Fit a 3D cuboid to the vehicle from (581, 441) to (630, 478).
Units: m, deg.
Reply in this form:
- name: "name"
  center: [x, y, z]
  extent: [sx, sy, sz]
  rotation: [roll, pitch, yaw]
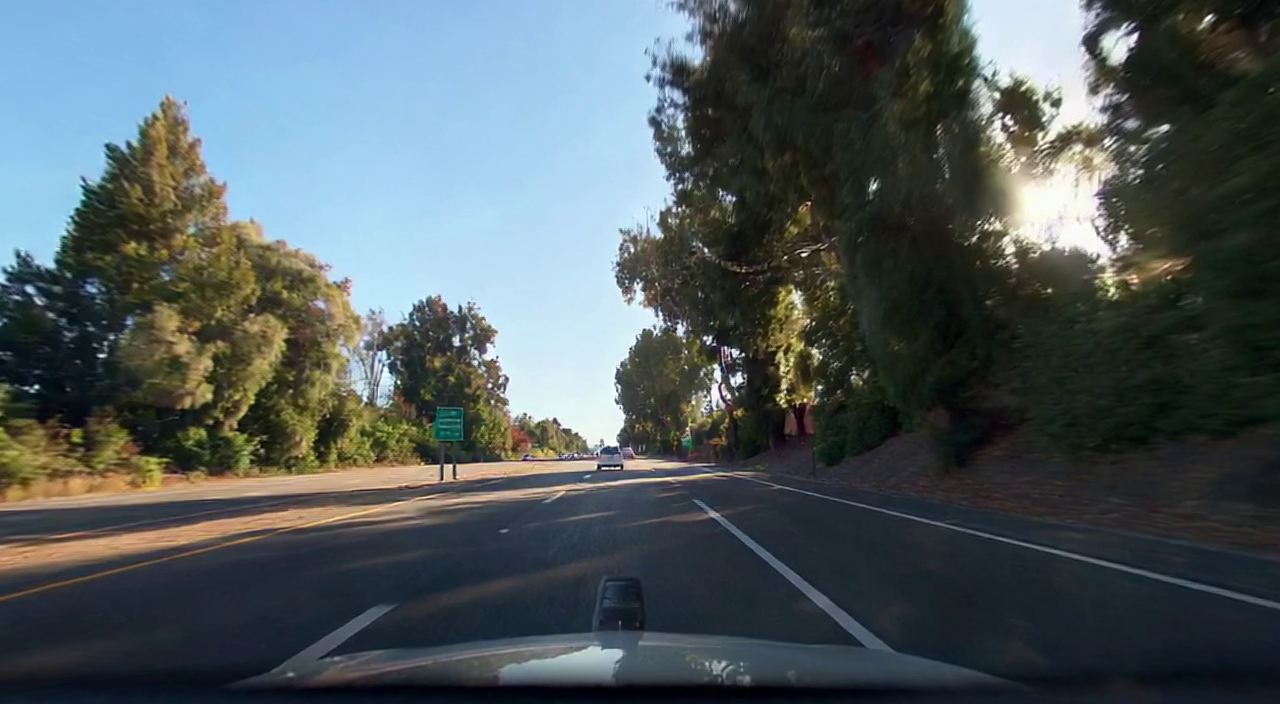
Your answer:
- name: "vehicle"
  center: [-1.665, 5.431, 31.869]
  extent: [2.120, 1.715, 4.153]
  rotation: [0, -9, 1]
